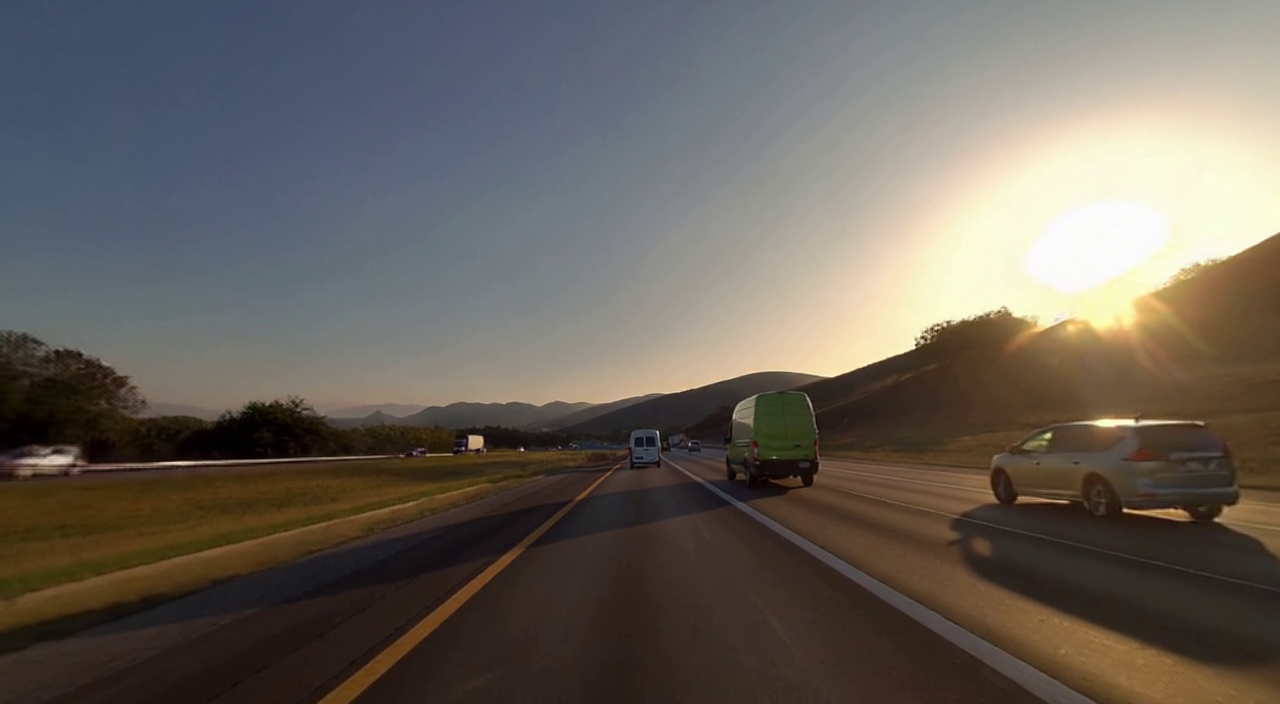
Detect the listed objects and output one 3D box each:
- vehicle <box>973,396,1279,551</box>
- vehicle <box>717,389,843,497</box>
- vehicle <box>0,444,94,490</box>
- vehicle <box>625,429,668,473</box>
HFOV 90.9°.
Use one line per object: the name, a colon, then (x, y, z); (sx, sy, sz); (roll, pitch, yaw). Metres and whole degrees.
vehicle: (7.935, 1.870, 10.357); (2.240, 1.925, 4.854); (0, -8, 0)
vehicle: (3.860, 2.710, 18.826); (2.302, 2.670, 6.176); (0, -8, 0)
vehicle: (-24.717, 4.494, 24.881); (2.012, 1.697, 4.756); (0, -8, 1)
vehicle: (0.353, 5.200, 33.288); (2.131, 2.122, 4.473); (0, -8, 1)
